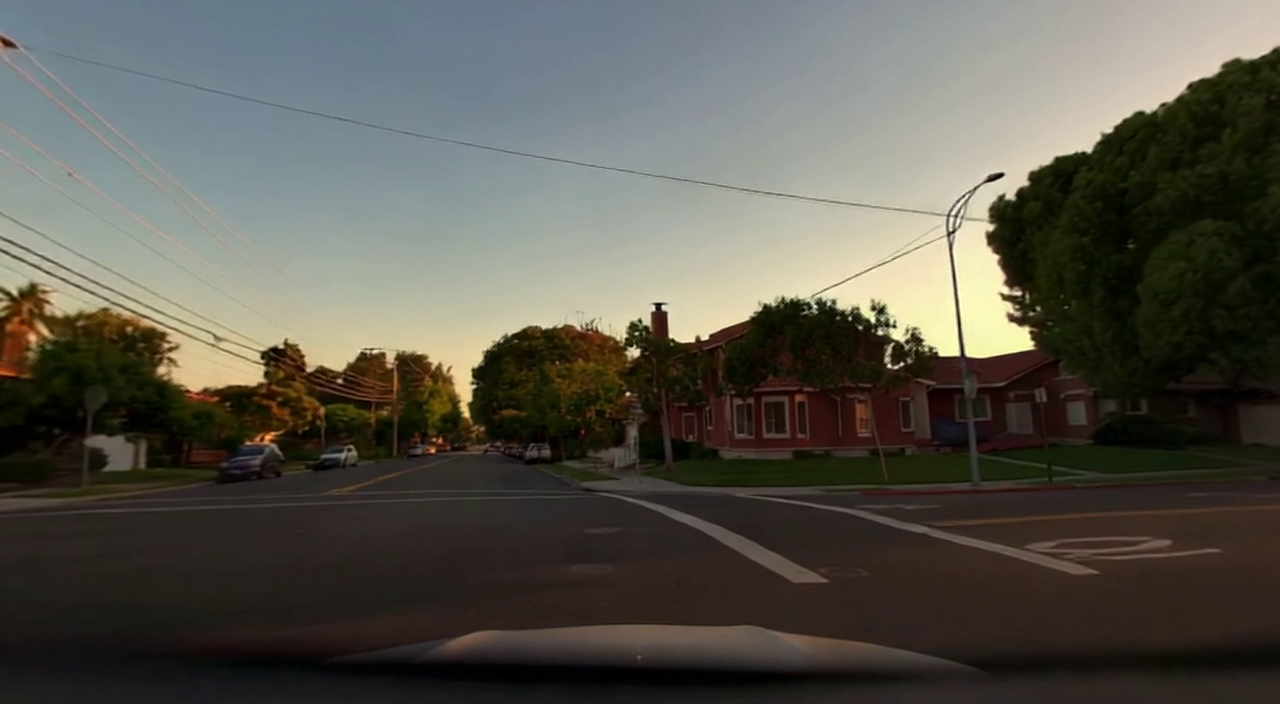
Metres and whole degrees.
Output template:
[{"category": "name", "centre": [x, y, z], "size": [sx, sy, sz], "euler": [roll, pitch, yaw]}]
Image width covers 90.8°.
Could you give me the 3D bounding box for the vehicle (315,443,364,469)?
[{"category": "vehicle", "centre": [-19.491, 6.727, 41.174], "size": [2.036, 1.546, 4.705], "euler": [2, -9, -16]}]

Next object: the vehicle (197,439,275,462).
[{"category": "vehicle", "centre": [-29.361, 7.161, 46.045], "size": [4.288, 1.656, 1.791], "euler": [2, -9, -12]}]
